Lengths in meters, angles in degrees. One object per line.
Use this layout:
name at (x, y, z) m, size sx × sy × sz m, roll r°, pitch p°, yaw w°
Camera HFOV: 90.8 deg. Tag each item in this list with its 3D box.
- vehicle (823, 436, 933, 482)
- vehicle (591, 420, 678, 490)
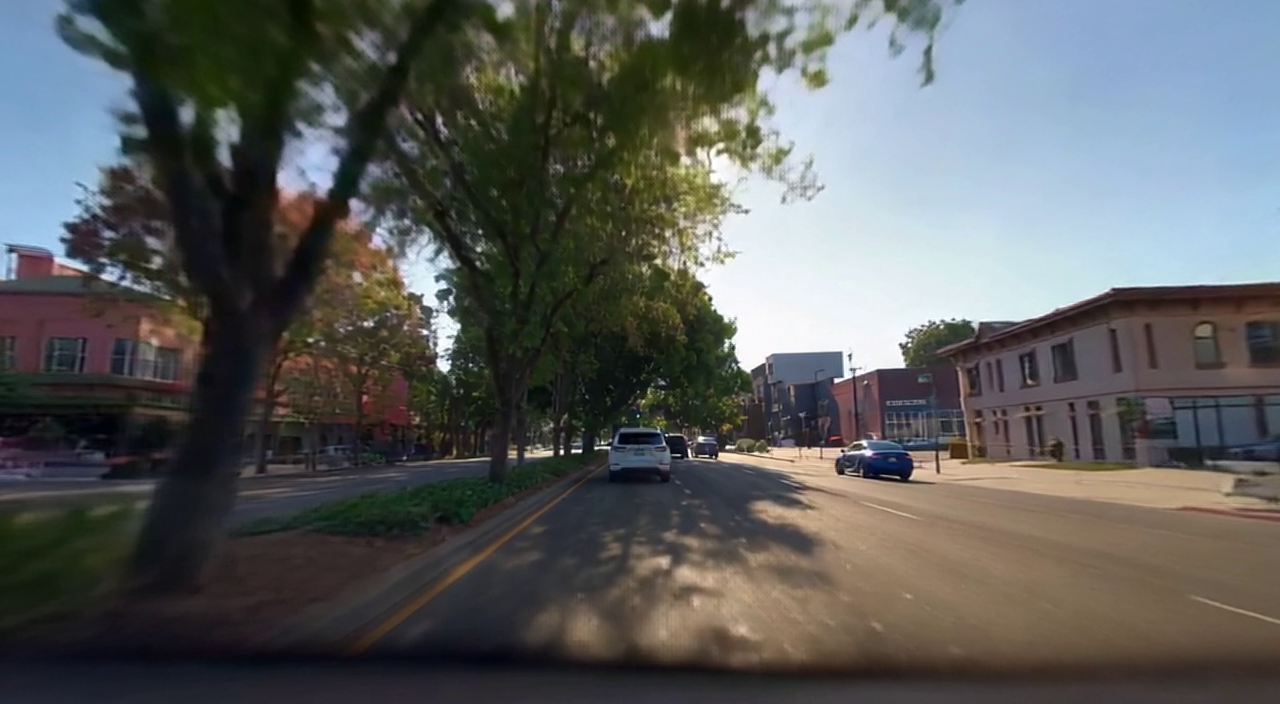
vehicle at (8.269, 3.766, 22.498) m, size 2.002 × 1.456 × 4.631 m, roll 0°, pitch -9°, yaw -1°
vehicle at (-0.175, 3.016, 18.659) m, size 2.277 × 1.816 × 4.192 m, roll 0°, pitch -8°, yaw -1°
